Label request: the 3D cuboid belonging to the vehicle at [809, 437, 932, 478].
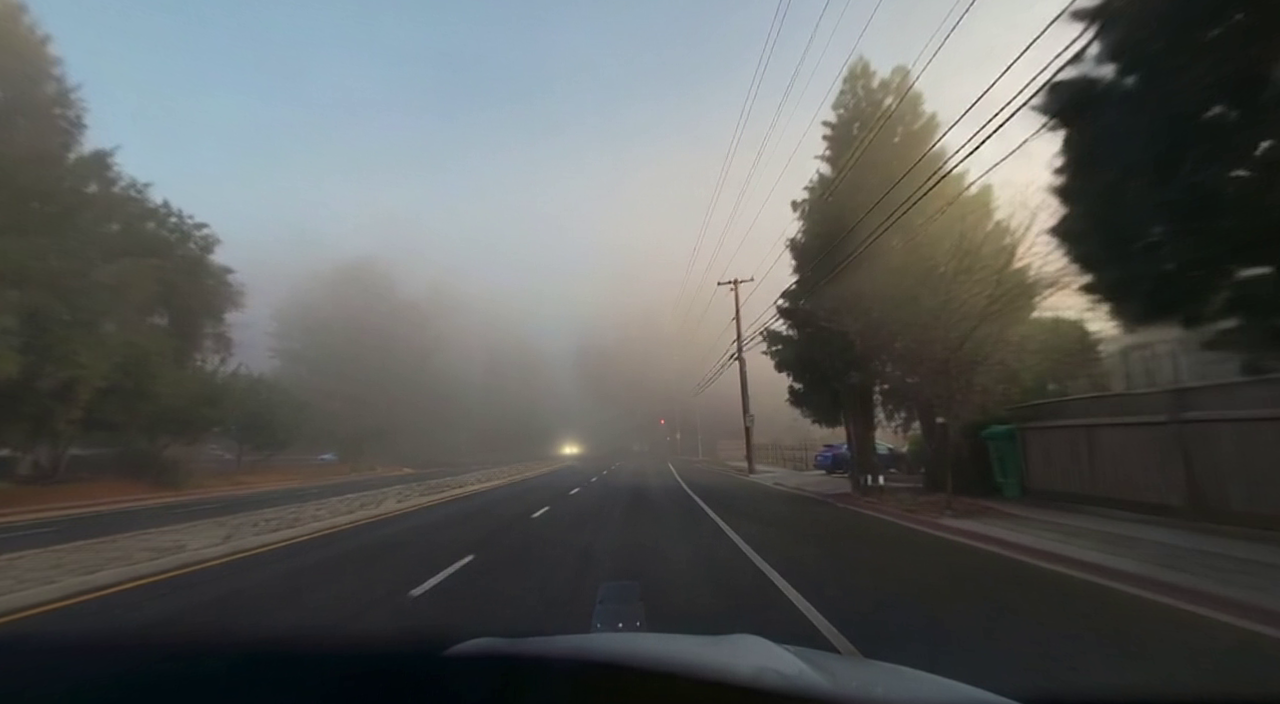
[{"bbox_3d":[9.701,4.468,26.830,4.387,1.680,1.958,1,-9,-3],"label":"vehicle"}]
